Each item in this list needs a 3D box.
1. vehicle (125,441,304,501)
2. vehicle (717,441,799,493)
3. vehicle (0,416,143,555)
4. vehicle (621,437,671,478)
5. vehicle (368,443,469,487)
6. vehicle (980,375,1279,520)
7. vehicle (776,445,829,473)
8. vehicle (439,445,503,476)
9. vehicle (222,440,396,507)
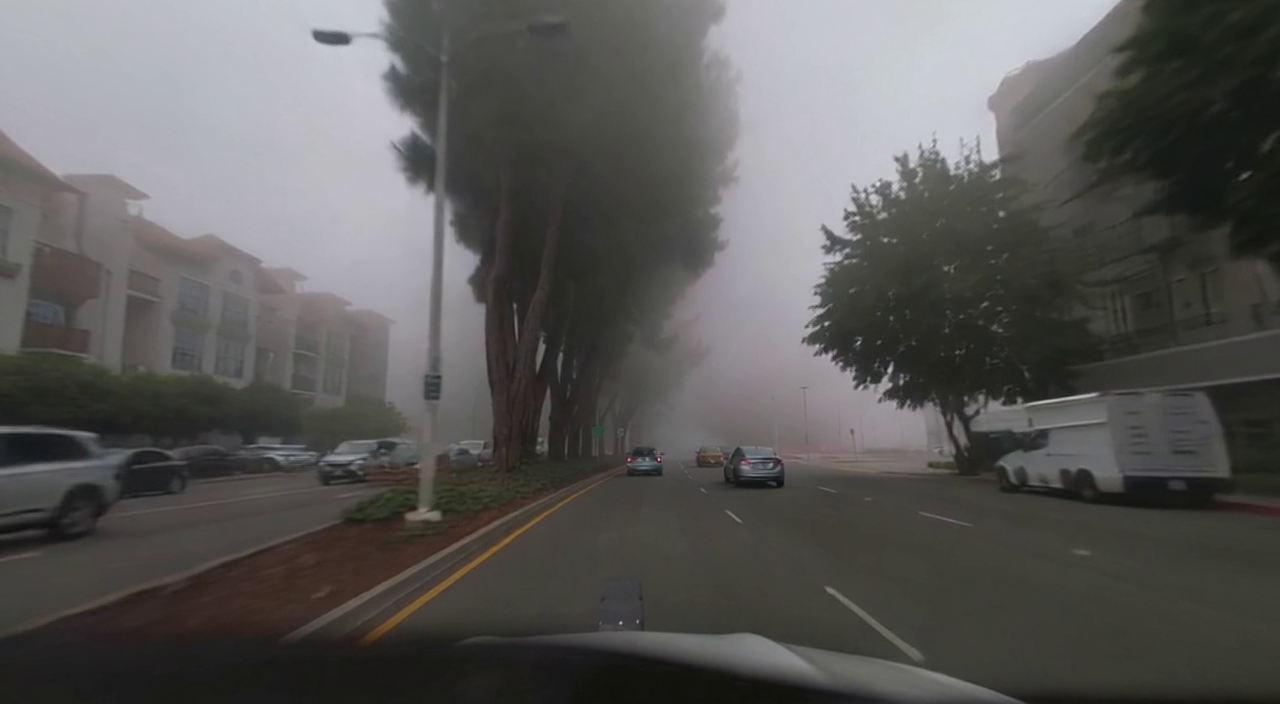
[{"bbox_3d":[-11.786,3.295,17.974,1.839,1.468,4.536,0,-9,2],"label":"vehicle"},{"bbox_3d":[3.627,3.609,20.136,1.852,1.498,3.825,0,-9,0],"label":"vehicle"},{"bbox_3d":[-8.956,1.656,7.818,1.934,1.713,4.441,0,-9,0],"label":"vehicle"},{"bbox_3d":[0.329,4.703,28.271,2.101,1.694,3.979,0,-9,2],"label":"vehicle"},{"bbox_3d":[-8.033,4.128,23.410,2.007,1.443,4.447,0,-9,2],"label":"vehicle"},{"bbox_3d":[11.724,2.375,15.866,2.790,2.897,6.326,0,-9,0],"label":"vehicle"},{"bbox_3d":[9.097,6.011,35.769,1.860,1.475,4.488,0,-9,0],"label":"vehicle"},{"bbox_3d":[-8.353,5.395,31.670,1.850,1.447,4.436,0,-9,2],"label":"vehicle"},{"bbox_3d":[-8.258,3.055,16.372,1.992,1.465,4.458,0,-9,2],"label":"vehicle"}]
